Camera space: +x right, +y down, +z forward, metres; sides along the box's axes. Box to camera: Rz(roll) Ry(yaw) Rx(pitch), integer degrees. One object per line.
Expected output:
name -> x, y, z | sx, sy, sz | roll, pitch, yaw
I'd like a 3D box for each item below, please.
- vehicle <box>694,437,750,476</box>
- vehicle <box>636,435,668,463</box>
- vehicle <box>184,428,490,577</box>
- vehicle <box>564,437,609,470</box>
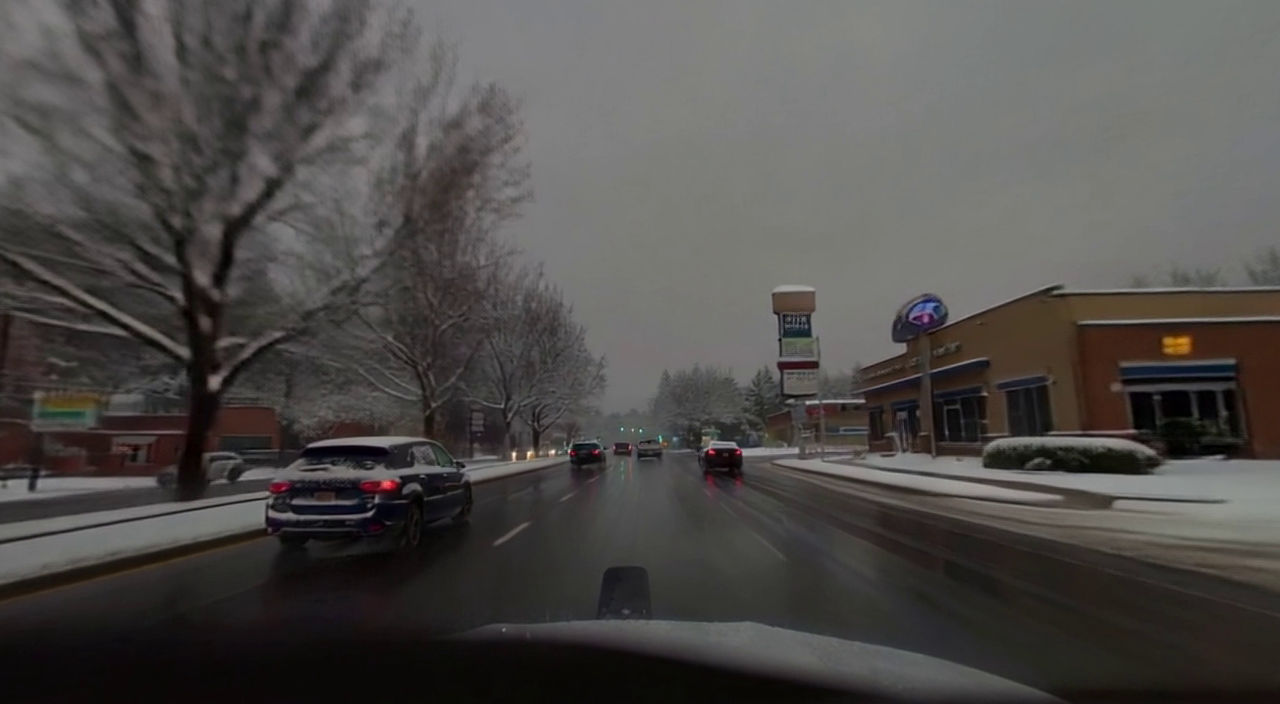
vehicle -> 3.523, 4.564, 27.704 | 1.922, 1.579, 3.642 | 0, -8, -1
vehicle -> 0.865, 6.917, 45.017 | 2.193, 1.873, 4.033 | 0, -8, 1
vehicle -> -3.586, 1.836, 8.574 | 1.908, 1.481, 4.351 | 0, -8, 1
vehicle -> -2.857, 5.562, 34.738 | 2.026, 1.665, 4.193 | 0, -8, 1
